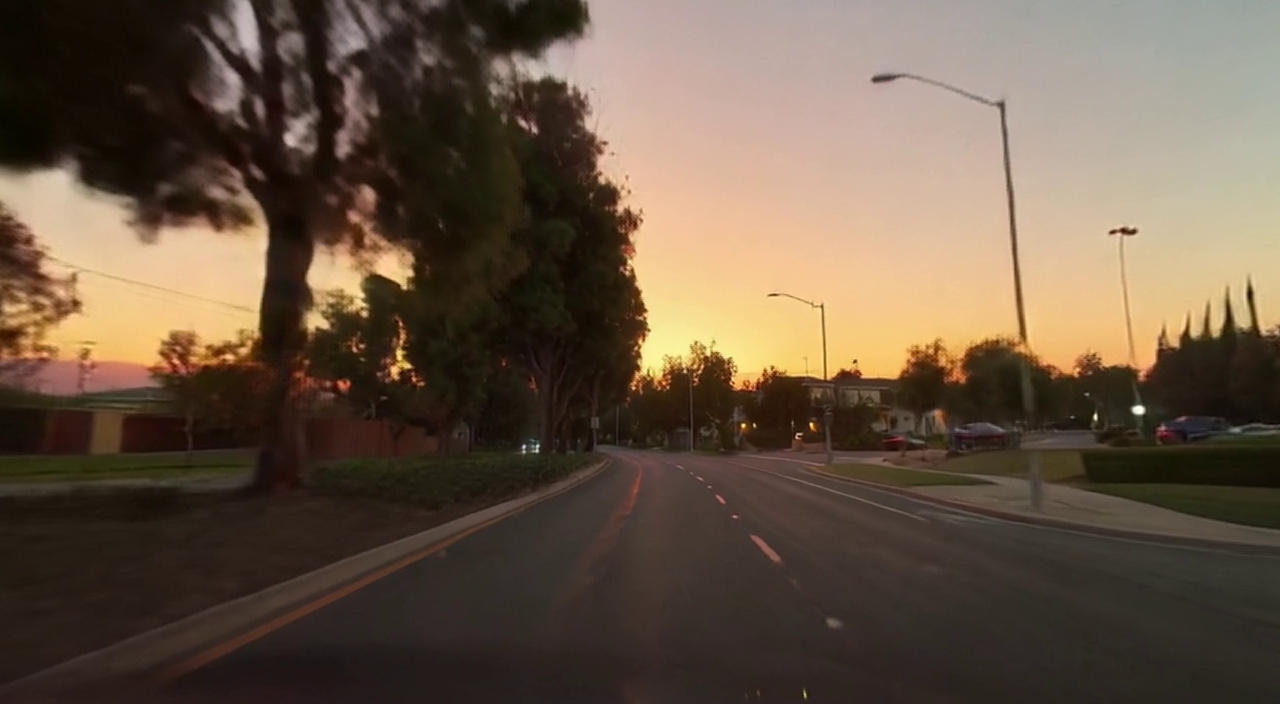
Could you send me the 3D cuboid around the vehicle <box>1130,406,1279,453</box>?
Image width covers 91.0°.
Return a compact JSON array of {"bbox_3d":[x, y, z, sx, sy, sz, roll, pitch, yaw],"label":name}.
[{"bbox_3d":[30.109,4.102,32.727,2.569,2.236,6.684,7,-11,-38],"label":"vehicle"}]
